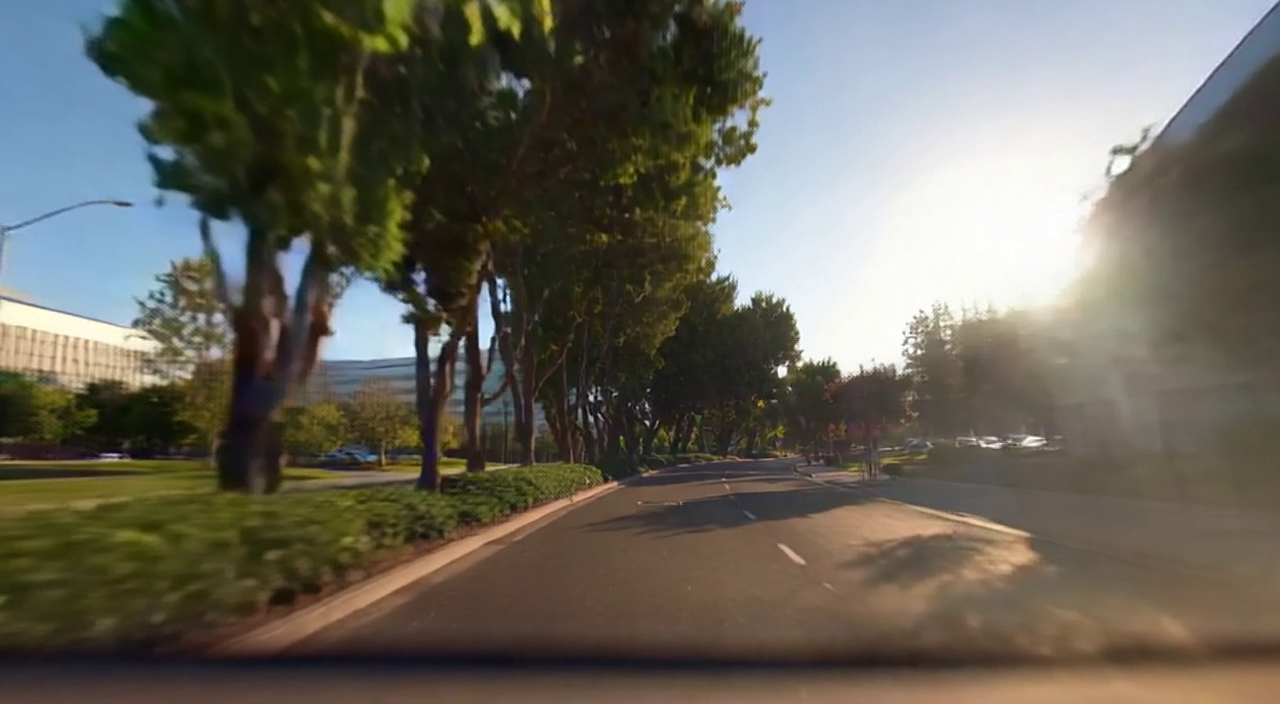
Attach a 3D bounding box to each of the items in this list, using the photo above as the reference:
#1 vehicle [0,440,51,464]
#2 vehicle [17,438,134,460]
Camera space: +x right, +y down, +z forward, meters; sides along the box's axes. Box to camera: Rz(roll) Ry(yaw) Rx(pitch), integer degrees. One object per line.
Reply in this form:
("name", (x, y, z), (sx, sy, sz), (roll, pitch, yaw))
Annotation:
("vehicle", (-43.126, 6.803, 42.756), (4.097, 1.583, 1.995), (0, -9, -1))
("vehicle", (-42.963, 7.362, 48.022), (6.548, 1.284, 2.581), (-3, -7, 0))
